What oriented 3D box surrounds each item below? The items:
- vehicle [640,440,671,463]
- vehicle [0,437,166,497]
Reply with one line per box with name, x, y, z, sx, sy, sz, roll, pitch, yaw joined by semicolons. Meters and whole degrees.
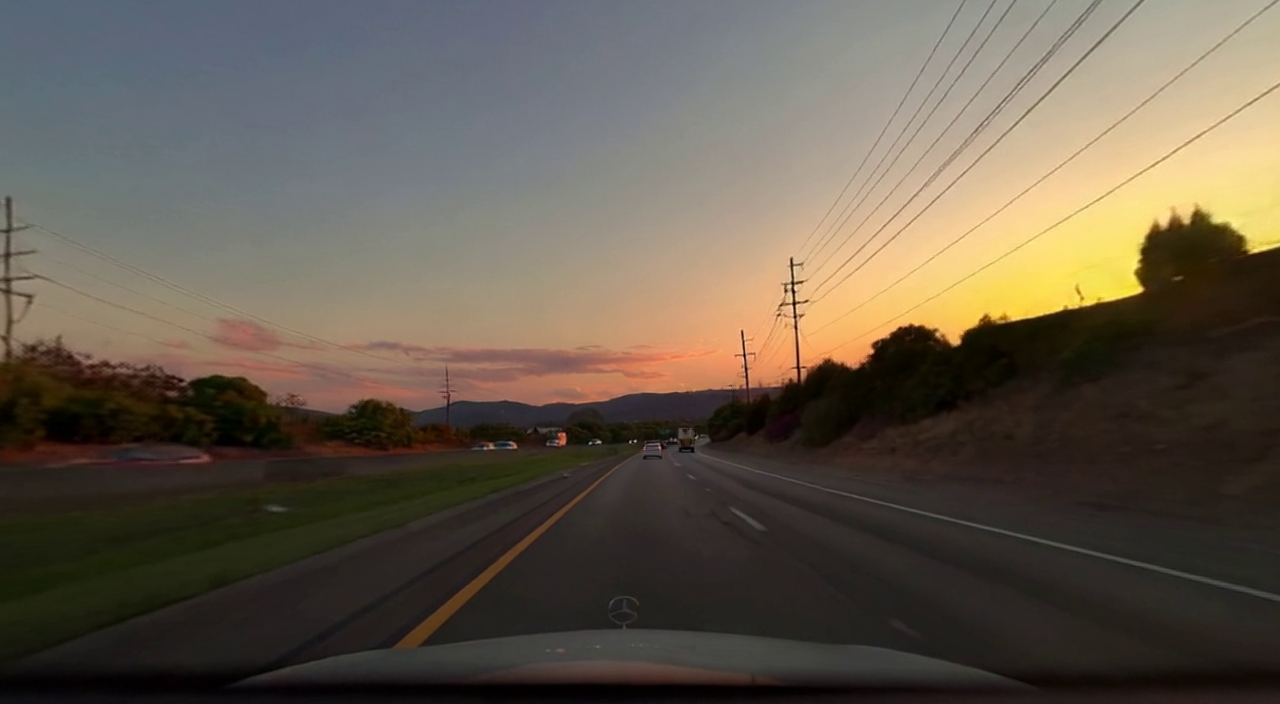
vehicle;1.168;7.337;46.500;2.192;1.556;4.132;-1;-8;2
vehicle;-16.535;3.327;18.642;1.846;1.545;3.972;-1;-8;1
